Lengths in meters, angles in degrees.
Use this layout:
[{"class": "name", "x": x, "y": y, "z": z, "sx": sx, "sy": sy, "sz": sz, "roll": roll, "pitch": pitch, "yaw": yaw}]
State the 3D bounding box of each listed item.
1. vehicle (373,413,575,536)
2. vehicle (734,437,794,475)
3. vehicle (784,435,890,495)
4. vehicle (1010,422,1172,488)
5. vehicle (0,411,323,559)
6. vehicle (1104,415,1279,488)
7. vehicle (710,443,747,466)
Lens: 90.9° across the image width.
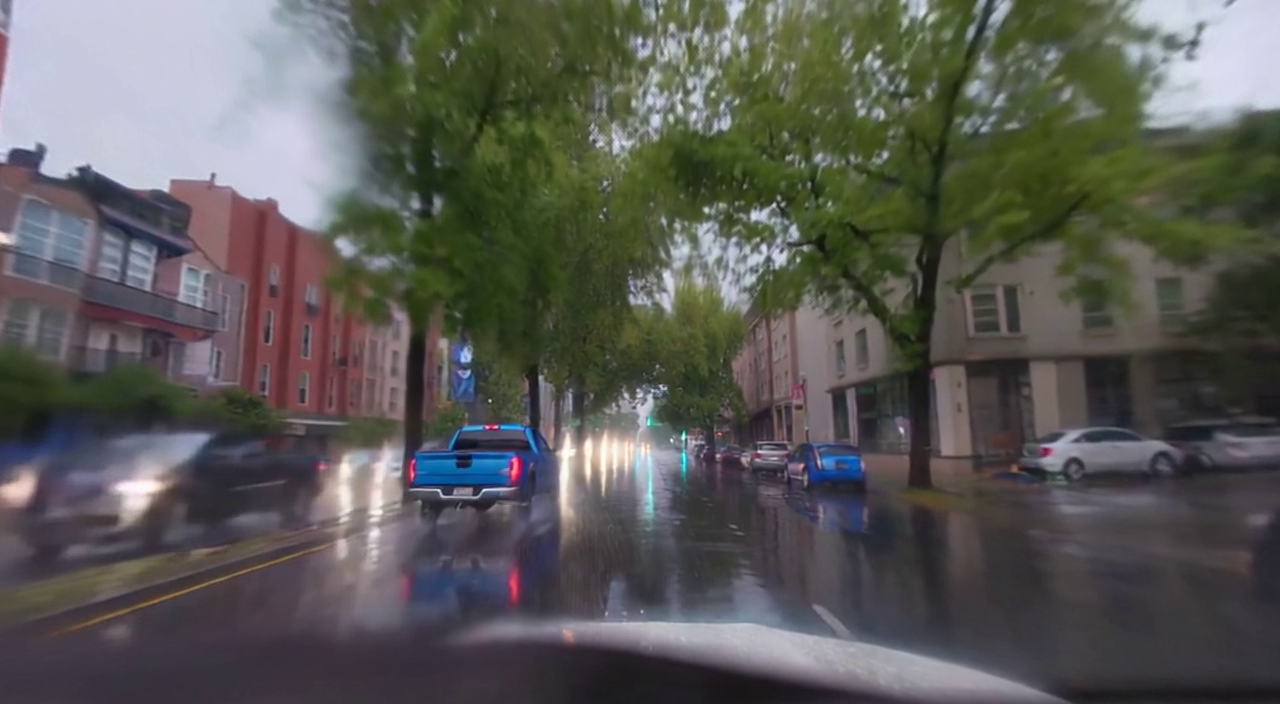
[{"class": "vehicle", "x": -2.726, "y": 2.218, "z": 12.029, "sx": 2.197, "sy": 1.786, "sz": 5.365, "roll": -1, "pitch": -9, "yaw": 2}, {"class": "vehicle", "x": 6.152, "y": 5.224, "z": 31.755, "sx": 2.018, "sy": 1.743, "sz": 4.529, "roll": 0, "pitch": -9, "yaw": -1}, {"class": "vehicle", "x": 6.140, "y": 3.561, "z": 20.277, "sx": 1.928, "sy": 1.679, "sz": 4.716, "roll": 0, "pitch": -9, "yaw": 1}, {"class": "vehicle", "x": 12.940, "y": 2.989, "z": 18.460, "sx": 1.864, "sy": 1.705, "sz": 3.878, "roll": 0, "pitch": -9, "yaw": 1}, {"class": "vehicle", "x": -7.299, "y": 2.008, "z": 10.184, "sx": 2.063, "sy": 1.843, "sz": 4.349, "roll": 0, "pitch": -9, "yaw": 0}, {"class": "vehicle", "x": 15.714, "y": 2.800, "z": 17.818, "sx": 1.917, "sy": 1.791, "sz": 4.163, "roll": 0, "pitch": -9, "yaw": -1}, {"class": "vehicle", "x": 6.270, "y": 7.295, "z": 45.056, "sx": 1.988, "sy": 1.514, "sz": 3.962, "roll": 0, "pitch": -9, "yaw": -2}]
